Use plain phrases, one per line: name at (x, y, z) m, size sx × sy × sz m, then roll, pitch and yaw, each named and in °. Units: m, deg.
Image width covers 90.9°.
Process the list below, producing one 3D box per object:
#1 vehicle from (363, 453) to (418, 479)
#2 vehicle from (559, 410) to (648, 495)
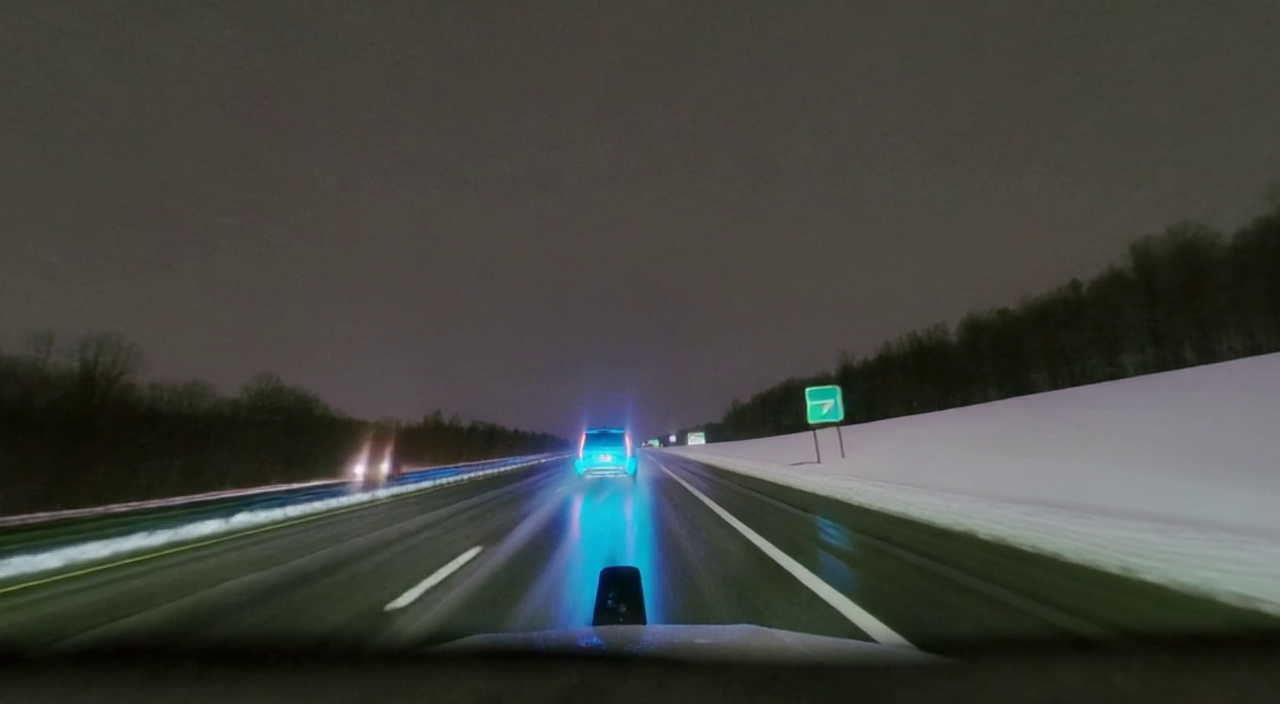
vehicle at (-15.803, 7.212, 40.120) m, size 1.785 × 1.501 × 4.255 m, roll 0°, pitch -8°, yaw 0°
vehicle at (-0.921, 2.916, 18.618) m, size 2.248 × 2.154 × 4.892 m, roll 0°, pitch -8°, yaw 0°
